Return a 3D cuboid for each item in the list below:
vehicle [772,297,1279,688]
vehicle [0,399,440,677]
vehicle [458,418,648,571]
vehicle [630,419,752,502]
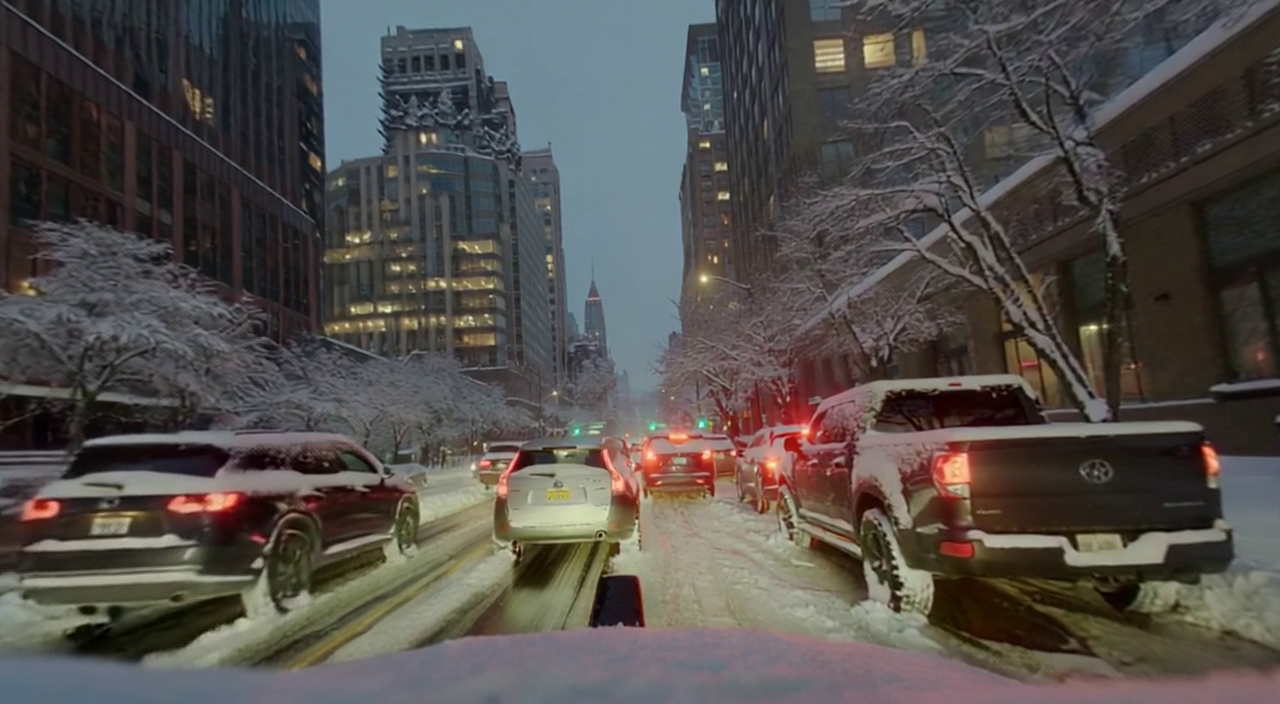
[{"bbox_3d":[2.997,1.101,6.035,2.225,2.070,5.264,0,-8,-1],"label":"vehicle"},{"bbox_3d":[-3.868,1.572,6.573,2.000,1.818,4.668,0,-8,0],"label":"vehicle"},{"bbox_3d":[-0.932,1.865,8.996,2.076,1.667,3.948,0,-8,1],"label":"vehicle"},{"bbox_3d":[1.593,2.952,17.623,2.352,1.953,4.798,-3,-9,17],"label":"vehicle"}]
